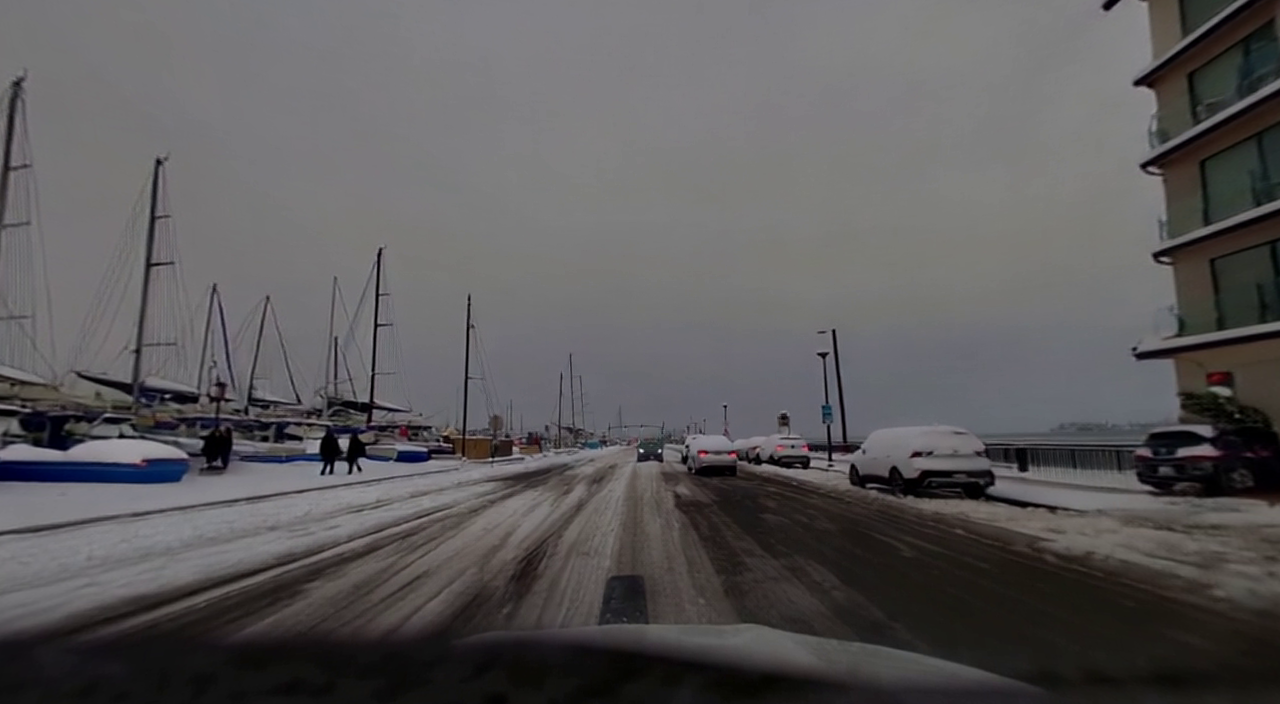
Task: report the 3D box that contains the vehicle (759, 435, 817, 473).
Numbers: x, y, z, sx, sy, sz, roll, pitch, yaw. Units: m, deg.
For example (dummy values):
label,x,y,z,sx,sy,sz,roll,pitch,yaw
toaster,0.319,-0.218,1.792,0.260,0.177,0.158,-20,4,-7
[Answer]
label,x,y,z,sx,sy,sz,roll,pitch,yaw
vehicle,7.908,5.506,34.196,1.969,1.852,4.514,0,-9,-1

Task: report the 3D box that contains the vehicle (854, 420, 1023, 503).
label,x,y,z,sx,sy,sz,roll,pitch,yaw
vehicle,7.867,2.947,17.331,2.056,1.896,5.062,0,-9,-1

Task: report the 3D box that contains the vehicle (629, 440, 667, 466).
label,x,y,z,sx,sy,sz,roll,pitch,yaw
vehicle,0.493,6.422,40.204,2.284,1.496,3.949,0,-9,1

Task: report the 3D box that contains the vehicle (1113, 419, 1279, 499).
label,x,y,z,sx,sy,sz,roll,pitch,yaw
vehicle,14.551,2.554,15.386,4.406,1.783,2.020,0,-8,-3

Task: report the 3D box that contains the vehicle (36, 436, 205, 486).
label,x,y,z,sx,sy,sz,roll,pitch,yaw
vehicle,-18.055,3.797,22.274,1.840,1.522,4.695,-1,-9,2

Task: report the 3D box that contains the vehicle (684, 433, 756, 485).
label,x,y,z,sx,sy,sz,roll,pitch,yaw
vehicle,2.749,3.770,22.471,2.047,1.640,4.051,0,-9,0
